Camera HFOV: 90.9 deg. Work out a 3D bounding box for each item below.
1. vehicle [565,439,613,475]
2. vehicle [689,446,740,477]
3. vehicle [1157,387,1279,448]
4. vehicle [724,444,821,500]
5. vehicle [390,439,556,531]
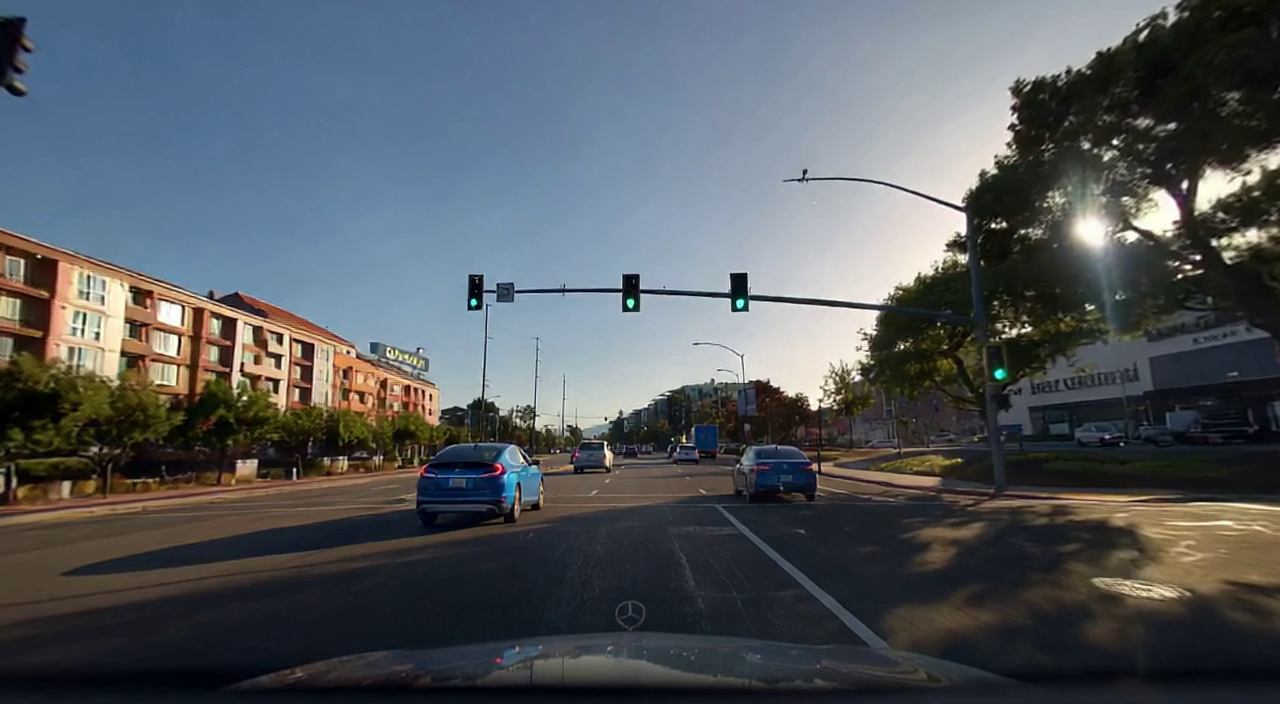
[{"bbox_3d":[-2.683,5.630,34.161,2.137,1.796,4.304,0,-8,1],"label":"vehicle"},{"bbox_3d":[3.740,5.575,32.336,2.020,1.461,4.326,0,-8,-1],"label":"vehicle"},{"bbox_3d":[38.082,4.336,40.187,2.730,3.464,8.553,-1,-8,0],"label":"vehicle"},{"bbox_3d":[3.775,3.487,18.737,1.972,1.452,4.189,0,-8,0],"label":"vehicle"},{"bbox_3d":[-3.058,2.531,12.663,2.003,1.509,4.396,0,-8,2],"label":"vehicle"}]
